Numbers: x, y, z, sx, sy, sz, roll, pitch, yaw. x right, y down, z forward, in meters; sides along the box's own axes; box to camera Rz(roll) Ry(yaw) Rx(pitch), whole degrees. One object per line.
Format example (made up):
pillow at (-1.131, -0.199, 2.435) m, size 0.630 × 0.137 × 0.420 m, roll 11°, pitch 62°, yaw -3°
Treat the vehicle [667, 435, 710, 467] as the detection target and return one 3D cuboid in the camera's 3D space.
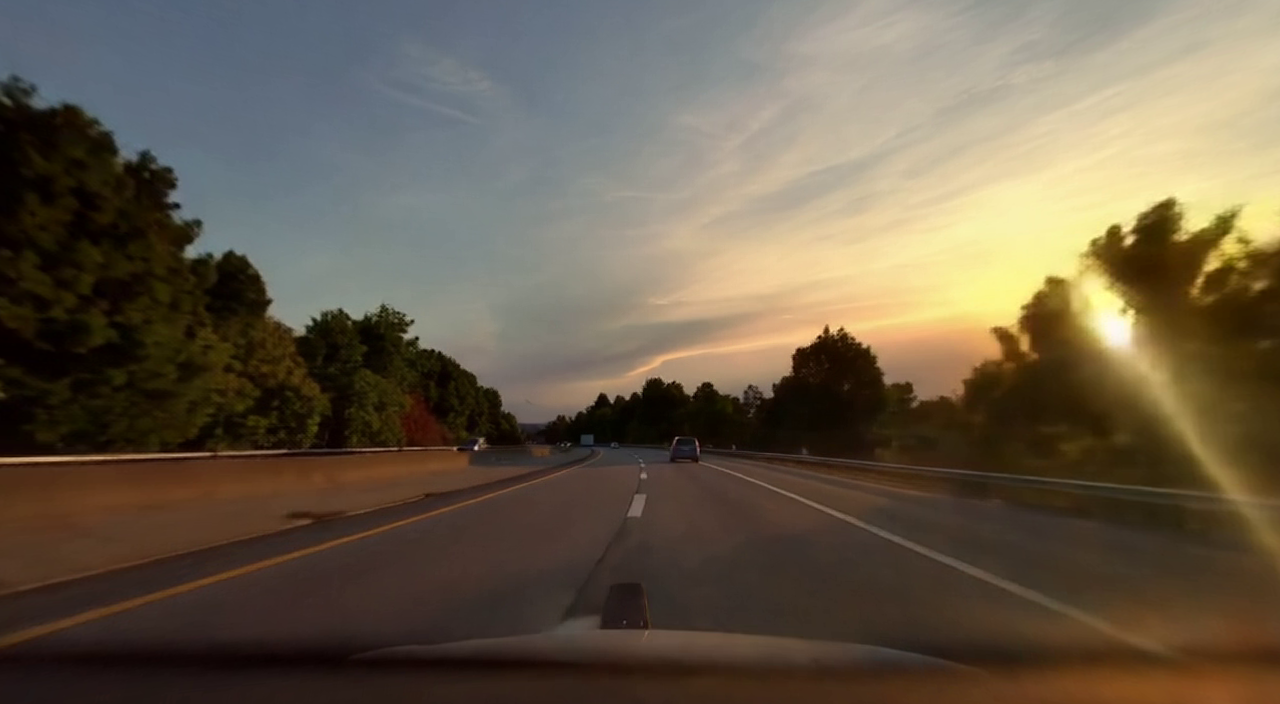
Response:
vehicle at (2.690, 5.599, 35.751) m, size 2.079 × 1.729 × 4.380 m, roll 0°, pitch -8°, yaw 0°
